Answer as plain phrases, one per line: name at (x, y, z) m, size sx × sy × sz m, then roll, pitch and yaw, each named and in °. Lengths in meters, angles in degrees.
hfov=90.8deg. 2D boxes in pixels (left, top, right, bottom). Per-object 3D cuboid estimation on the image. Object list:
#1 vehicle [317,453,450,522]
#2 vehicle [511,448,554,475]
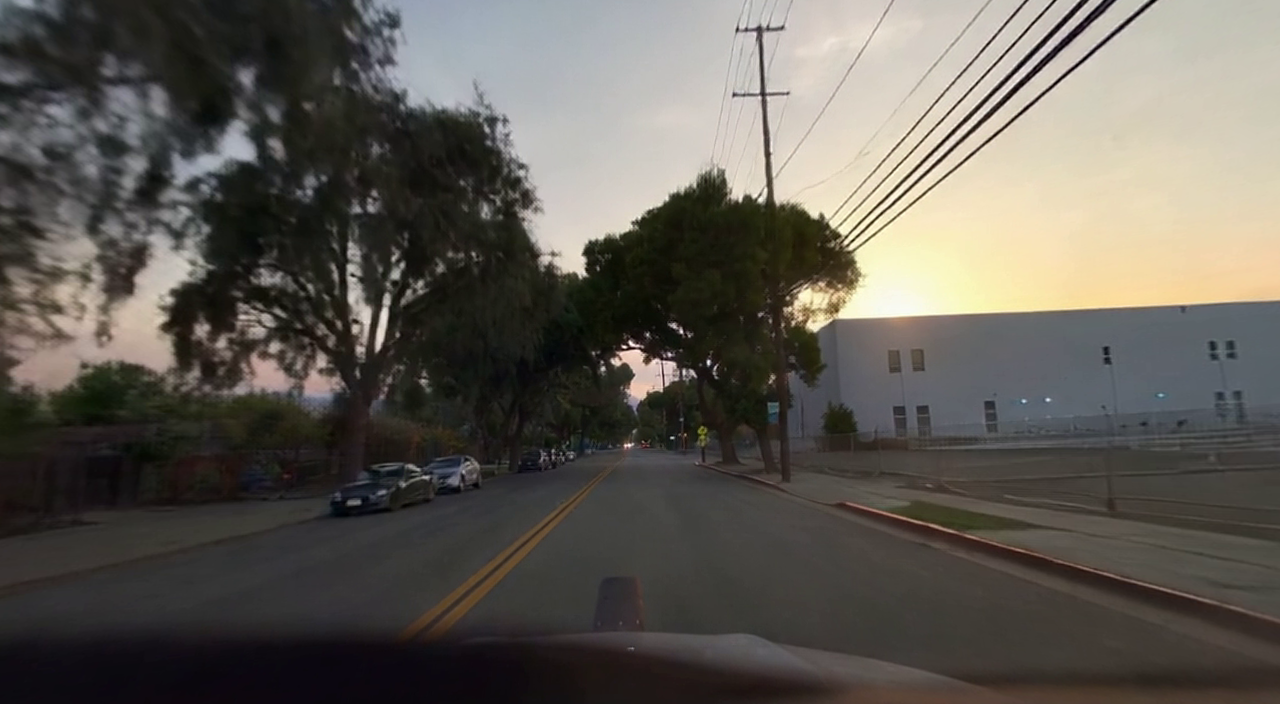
vehicle at (-6.672, 3.512, 16.979) m, size 1.815 × 1.402 × 4.559 m, roll -4°, pitch -8°, yaw -2°
vehicle at (-6.736, 6.914, 39.977) m, size 1.887 × 1.460 × 4.444 m, roll -4°, pitch -8°, yaw 0°
